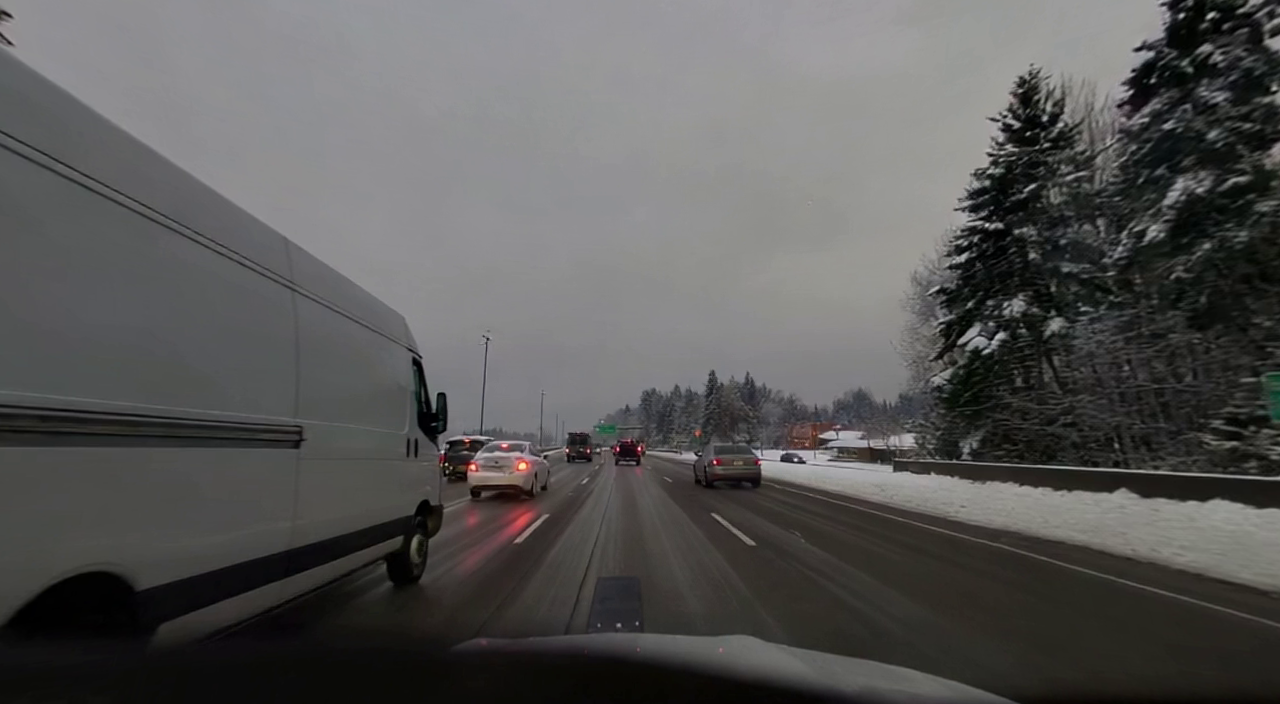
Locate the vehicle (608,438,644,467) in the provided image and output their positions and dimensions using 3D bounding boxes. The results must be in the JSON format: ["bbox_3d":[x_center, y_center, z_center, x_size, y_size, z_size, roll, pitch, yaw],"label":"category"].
[{"bbox_3d":[-0.937,6.610,41.480,2.207,1.807,4.199,0,-9,-1],"label":"vehicle"}]

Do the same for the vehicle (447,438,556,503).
[{"bbox_3d":[-3.515,3.092,16.857,1.963,1.507,4.172,0,-9,0],"label":"vehicle"}]

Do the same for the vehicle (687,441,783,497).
[{"bbox_3d":[2.762,3.535,19.470,2.127,1.513,4.501,0,-9,-2],"label":"vehicle"}]

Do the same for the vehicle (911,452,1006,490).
[{"bbox_3d":[14.011,5.239,28.023,1.846,1.471,4.423,2,-9,-2],"label":"vehicle"}]

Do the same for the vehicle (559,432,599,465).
[{"bbox_3d":[-4.490,7.194,47.143,2.504,2.276,5.933,0,-9,-1],"label":"vehicle"}]

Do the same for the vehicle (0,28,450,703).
[{"bbox_3d":[-3.107,0.504,3.156,2.383,2.543,5.904,0,-9,0],"label":"vehicle"}]
